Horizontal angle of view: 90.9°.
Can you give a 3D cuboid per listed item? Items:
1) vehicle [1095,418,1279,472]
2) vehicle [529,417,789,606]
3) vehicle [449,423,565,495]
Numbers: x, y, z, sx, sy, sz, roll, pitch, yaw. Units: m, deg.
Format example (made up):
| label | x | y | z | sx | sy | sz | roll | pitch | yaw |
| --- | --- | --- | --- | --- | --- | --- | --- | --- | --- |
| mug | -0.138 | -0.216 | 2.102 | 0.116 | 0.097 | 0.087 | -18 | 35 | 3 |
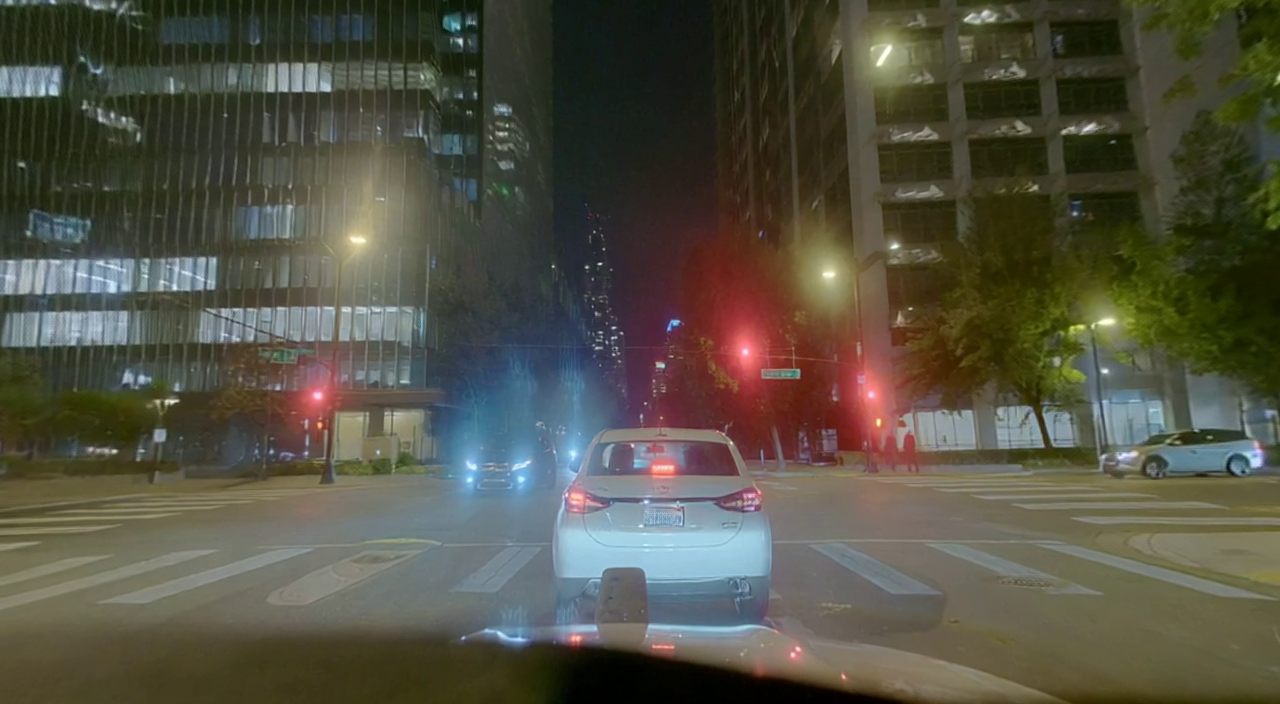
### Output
| label | x | y | z | sx | sy | sz | roll | pitch | yaw |
| --- | --- | --- | --- | --- | --- | --- | --- | --- | --- |
| vehicle | 19.162 | 3.264 | 22.216 | 4.675 | 1.772 | 1.945 | 0 | -8 | -1 |
| vehicle | -0.136 | 1.646 | 7.494 | 1.893 | 1.532 | 4.145 | 2 | -9 | -16 |
| vehicle | -3.938 | 3.321 | 19.894 | 2.317 | 1.924 | 5.518 | 0 | -8 | 2 |
